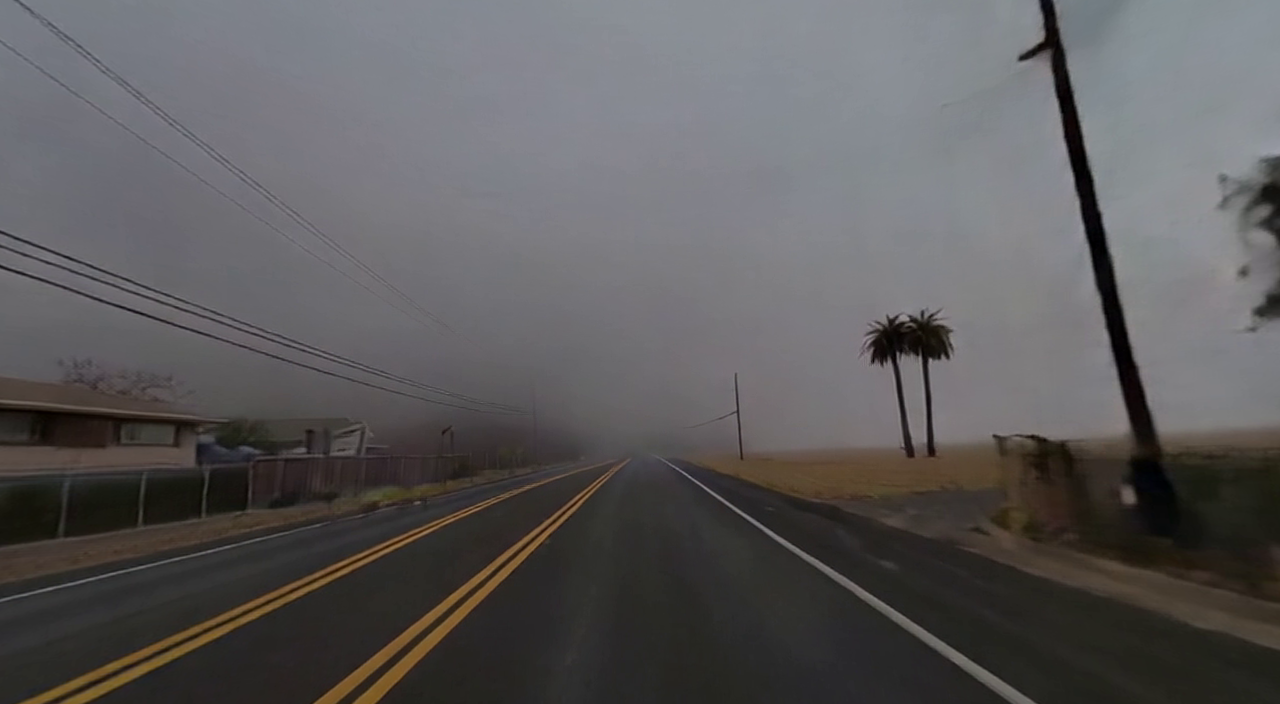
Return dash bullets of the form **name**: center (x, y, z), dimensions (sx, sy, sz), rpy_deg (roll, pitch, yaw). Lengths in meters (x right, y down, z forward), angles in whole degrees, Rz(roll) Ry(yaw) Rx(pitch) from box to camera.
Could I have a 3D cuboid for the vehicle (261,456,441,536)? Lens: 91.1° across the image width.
- **vehicle**: center (-6.508, 3.252, 14.865), dimensions (1.973, 1.487, 4.612), rpy_deg (0, -8, 1)
